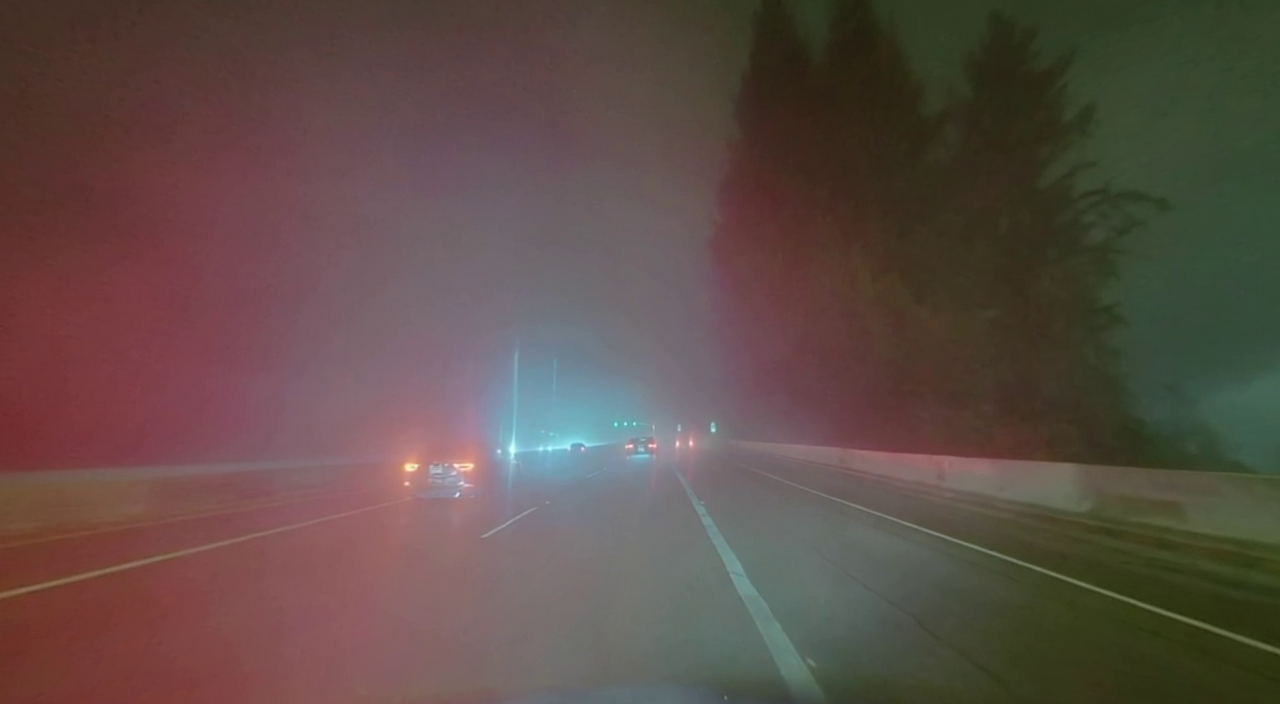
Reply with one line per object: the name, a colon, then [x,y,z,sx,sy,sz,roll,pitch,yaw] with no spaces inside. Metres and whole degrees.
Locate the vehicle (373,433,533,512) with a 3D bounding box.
vehicle: [-3.899,2.592,14.211,1.981,1.460,4.792,0,-8,2]

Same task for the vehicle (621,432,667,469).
vehicle: [0.213,4.761,30.744,2.082,1.638,4.644,0,-8,1]
